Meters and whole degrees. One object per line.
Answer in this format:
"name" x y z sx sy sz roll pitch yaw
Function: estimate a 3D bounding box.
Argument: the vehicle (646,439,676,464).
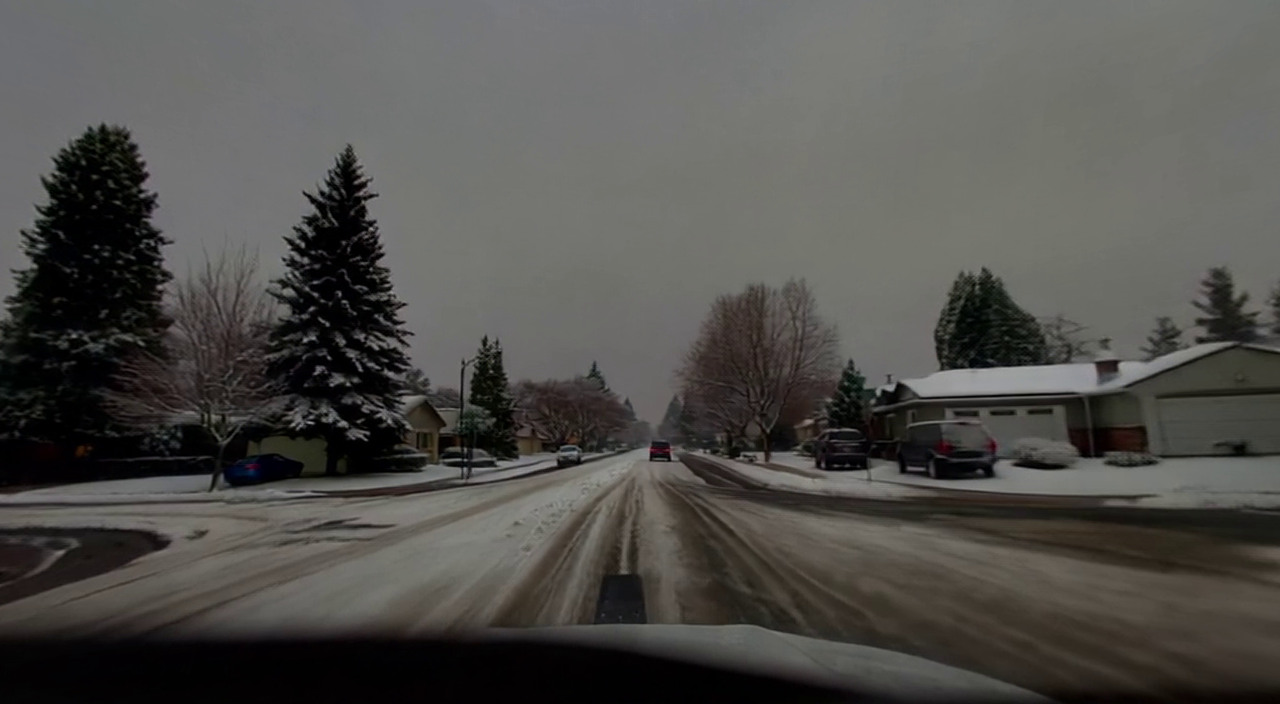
"vehicle" 1.590 7.358 46.824 2.116 1.711 4.155 0 -9 3

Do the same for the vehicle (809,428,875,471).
"vehicle" 9.412 4.582 29.791 2.130 1.836 4.464 -1 -9 7

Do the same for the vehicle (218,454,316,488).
"vehicle" -18.352 5.862 31.379 1.917 1.499 4.569 0 -9 2

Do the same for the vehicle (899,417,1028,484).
"vehicle" 10.750 3.340 21.592 2.333 1.933 5.662 -2 -9 11

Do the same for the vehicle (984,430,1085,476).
"vehicle" 14.166 3.648 22.963 1.972 1.528 3.891 -2 -9 15
